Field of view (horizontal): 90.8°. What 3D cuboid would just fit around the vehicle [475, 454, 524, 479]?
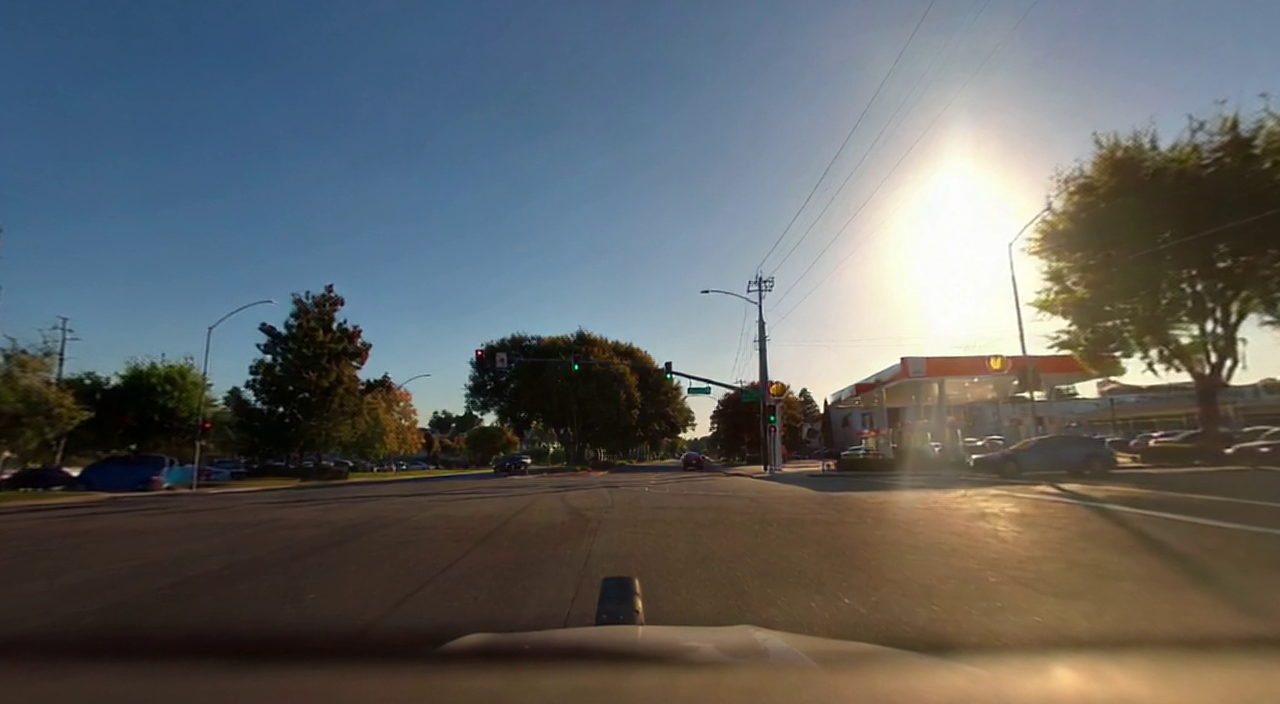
[{"bbox_3d":[-9.191,7.553,41.767,2.023,1.498,4.605,-1,-9,3],"label":"vehicle"}]

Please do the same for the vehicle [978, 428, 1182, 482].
[{"bbox_3d":[13.211,3.127,19.219,4.605,1.497,2.061,-1,-9,0],"label":"vehicle"}]

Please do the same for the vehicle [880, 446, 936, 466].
[{"bbox_3d":[20.049,7.776,47.196,4.553,1.371,2.019,9,-15,-42],"label":"vehicle"}]

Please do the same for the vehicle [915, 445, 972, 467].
[{"bbox_3d":[21.853,7.432,45.414,4.329,1.461,1.873,6,-11,-38],"label":"vehicle"}]

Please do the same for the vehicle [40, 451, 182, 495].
[{"bbox_3d":[-33.289,7.596,39.926,6.708,2.544,2.452,-1,-9,1],"label":"vehicle"}]

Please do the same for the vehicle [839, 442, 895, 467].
[{"bbox_3d":[17.720,7.971,49.154,4.601,1.766,2.015,7,-14,-42],"label":"vehicle"}]

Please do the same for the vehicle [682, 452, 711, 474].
[{"bbox_3d":[4.205,8.320,47.586,1.908,1.492,3.977,-1,-9,2],"label":"vehicle"}]
